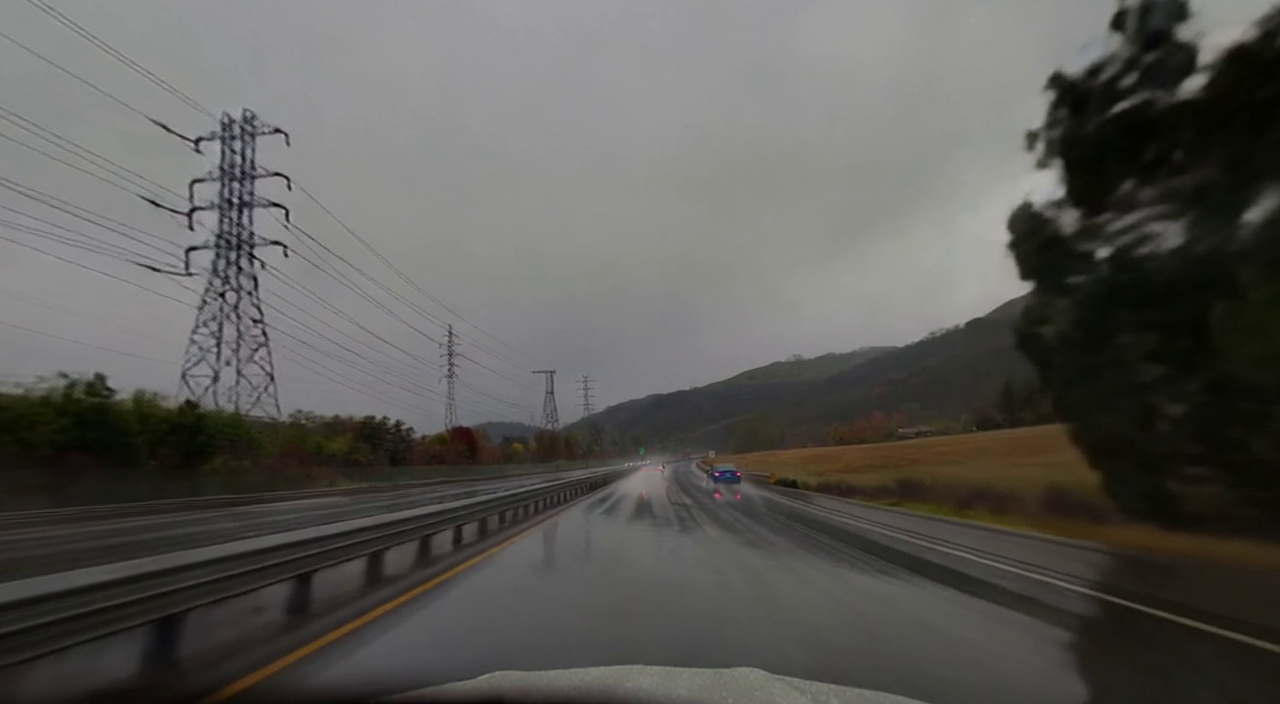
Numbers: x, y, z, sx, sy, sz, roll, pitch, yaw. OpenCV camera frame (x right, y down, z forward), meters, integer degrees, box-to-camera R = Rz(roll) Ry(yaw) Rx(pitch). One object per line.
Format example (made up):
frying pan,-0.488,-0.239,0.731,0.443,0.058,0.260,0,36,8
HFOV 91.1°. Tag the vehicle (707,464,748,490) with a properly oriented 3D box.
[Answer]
vehicle,5.499,7.896,39.931,1.985,1.521,3.904,1,-10,-1

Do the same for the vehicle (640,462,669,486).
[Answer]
vehicle,1.065,9.068,46.824,2.038,1.596,4.246,1,-10,0
